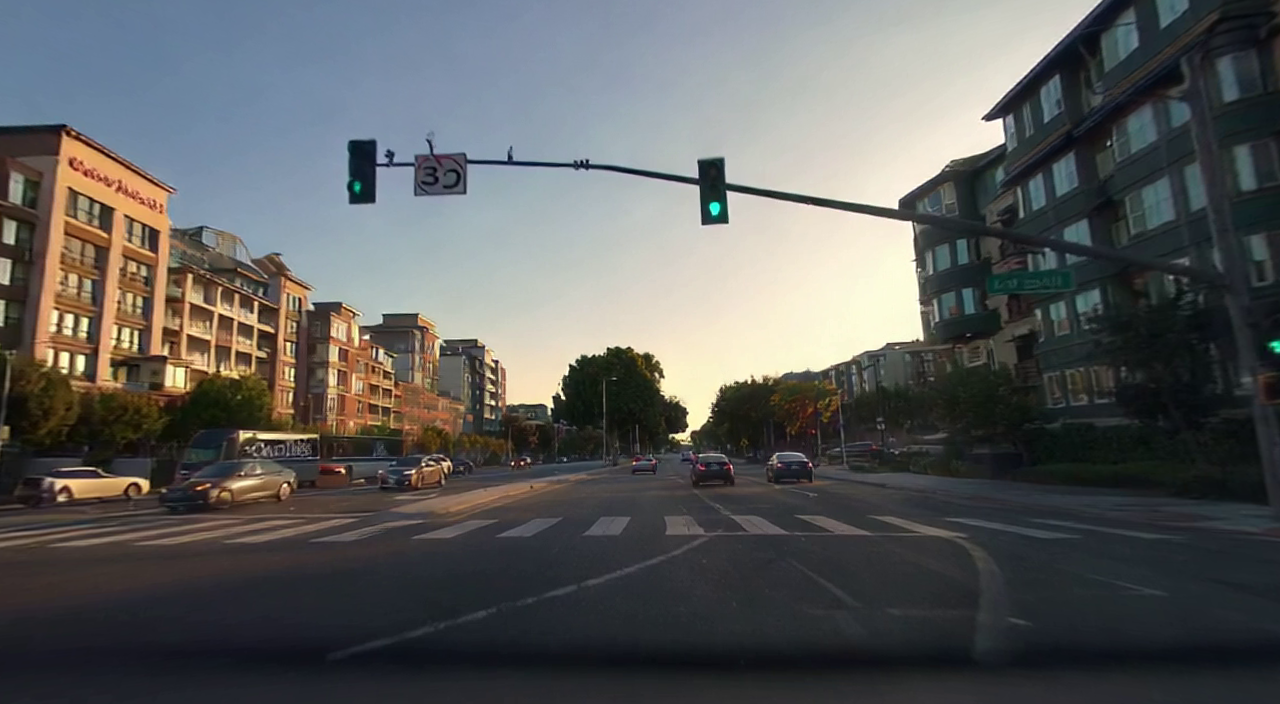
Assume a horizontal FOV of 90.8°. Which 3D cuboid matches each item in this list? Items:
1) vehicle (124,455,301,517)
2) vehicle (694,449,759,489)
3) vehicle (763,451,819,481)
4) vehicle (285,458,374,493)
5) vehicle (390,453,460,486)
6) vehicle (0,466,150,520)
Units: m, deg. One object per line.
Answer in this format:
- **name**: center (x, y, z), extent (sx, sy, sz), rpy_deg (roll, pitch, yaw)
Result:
- **vehicle**: center (-11.894, 3.717, 17.995), extent (2.026, 1.478, 4.086), rpy_deg (-1, -9, 3)
- **vehicle**: center (3.490, 4.807, 26.389), extent (2.020, 1.479, 4.650), rpy_deg (0, -9, 0)
- **vehicle**: center (7.844, 5.931, 33.168), extent (1.932, 1.439, 4.159), rpy_deg (0, -9, 0)
- **vehicle**: center (-14.806, 5.895, 30.427), extent (1.918, 1.485, 4.412), rpy_deg (-1, -9, 2)
- **vehicle**: center (-11.237, 6.146, 33.345), extent (1.919, 1.602, 4.346), rpy_deg (-1, -9, 3)
- **vehicle**: center (-18.802, 4.542, 20.788), extent (1.803, 1.436, 4.285), rpy_deg (-1, -9, 2)
